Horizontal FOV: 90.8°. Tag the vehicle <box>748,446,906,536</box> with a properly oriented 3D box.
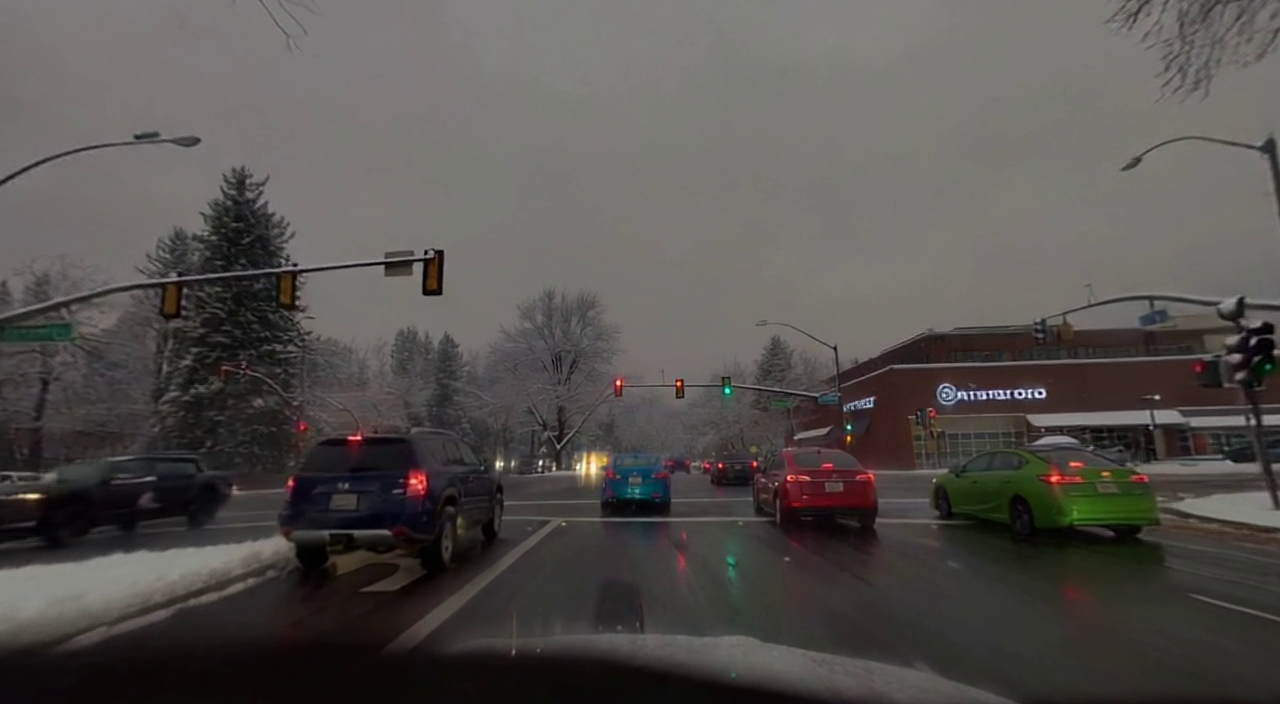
[{"bbox_3d":[3.570,2.704,12.949,2.020,1.513,4.120,0,-8,1],"label":"vehicle"}]

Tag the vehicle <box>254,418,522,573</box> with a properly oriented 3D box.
[{"bbox_3d":[-3.478,2.086,10.126,2.160,1.823,5.115,0,-8,0],"label":"vehicle"}]

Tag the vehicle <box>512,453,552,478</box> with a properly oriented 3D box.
[{"bbox_3d":[-7.693,8.078,45.354,1.962,1.639,4.259,-1,-8,3],"label":"vehicle"}]

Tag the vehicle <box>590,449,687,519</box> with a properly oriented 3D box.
[{"bbox_3d":[-0.016,3.165,15.693,2.098,1.477,3.897,0,-8,0],"label":"vehicle"}]

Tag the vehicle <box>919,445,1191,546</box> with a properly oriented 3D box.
[{"bbox_3d":[7.369,2.540,12.003,2.004,1.508,4.646,0,-8,0],"label":"vehicle"}]

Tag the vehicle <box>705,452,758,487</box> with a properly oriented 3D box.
[{"bbox_3d":[4.264,5.516,30.016,1.888,1.472,4.528,0,-8,0],"label":"vehicle"}]

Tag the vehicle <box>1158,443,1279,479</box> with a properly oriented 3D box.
[{"bbox_3d":[30.291,5.652,32.925,4.581,1.765,1.943,-1,-8,7],"label":"vehicle"}]

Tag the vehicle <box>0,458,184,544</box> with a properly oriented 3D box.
[{"bbox_3d":[-12.606,3.095,13.723,1.912,1.477,4.398,-1,-8,4],"label":"vehicle"}]
